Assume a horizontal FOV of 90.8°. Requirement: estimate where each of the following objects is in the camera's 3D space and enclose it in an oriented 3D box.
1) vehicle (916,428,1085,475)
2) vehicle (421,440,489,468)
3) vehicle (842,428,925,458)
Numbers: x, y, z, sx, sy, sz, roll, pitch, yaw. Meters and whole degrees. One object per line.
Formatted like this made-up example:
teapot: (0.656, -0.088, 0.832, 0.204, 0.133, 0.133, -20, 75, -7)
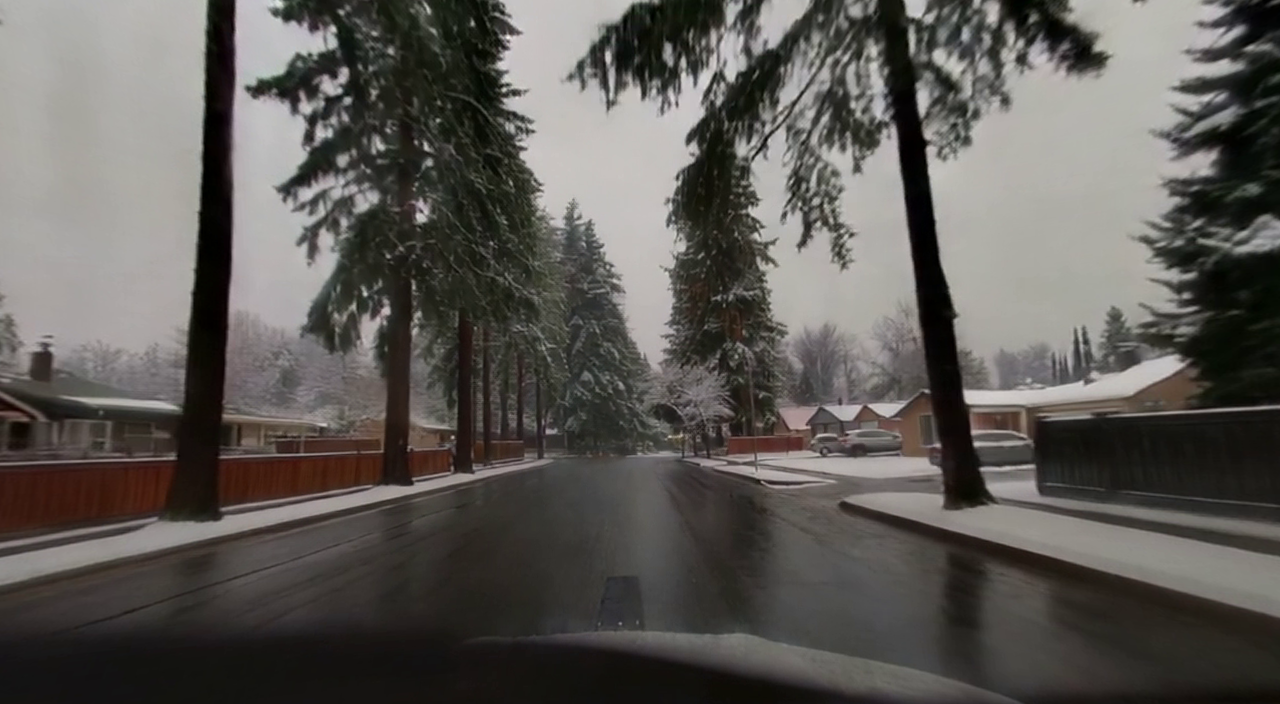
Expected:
vehicle: (11.748, 3.261, 20.822, 4.415, 1.457, 1.797, 0, -9, 1)
vehicle: (-12.744, 6.973, 43.350, 4.656, 1.835, 2.039, -7, -11, 37)
vehicle: (14.258, 5.379, 37.217, 4.261, 1.725, 1.955, -2, -9, 13)
